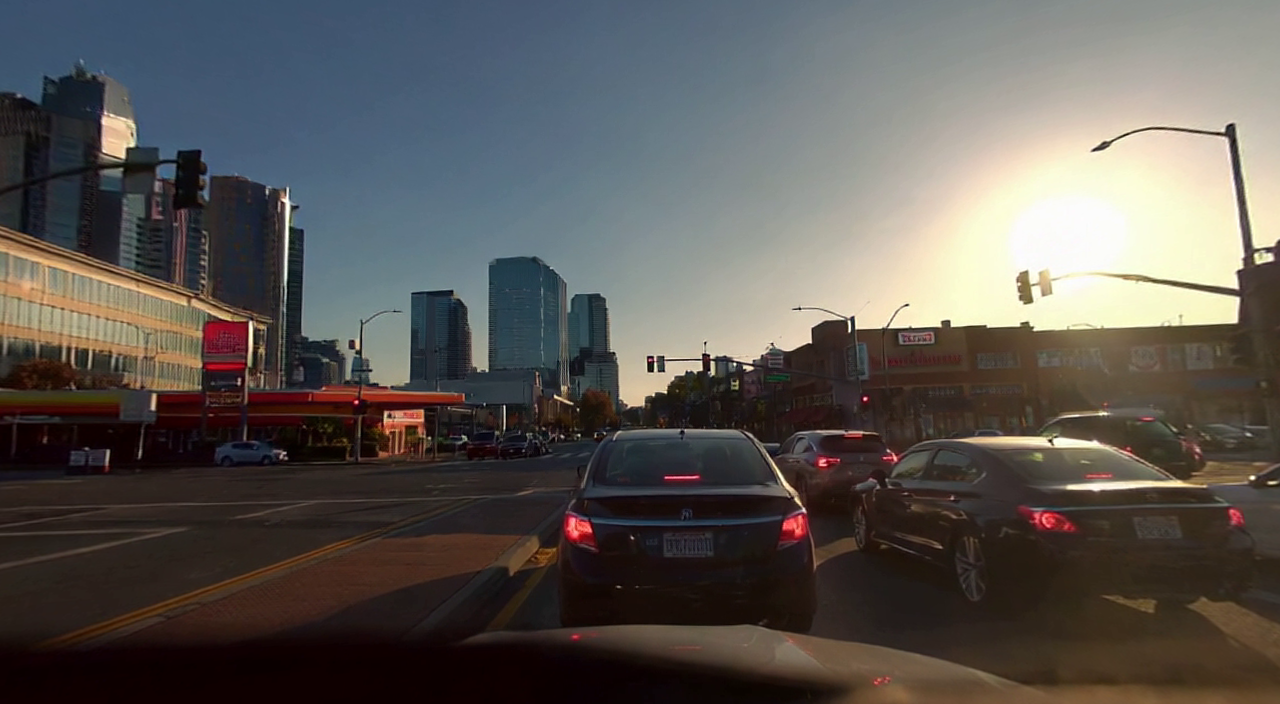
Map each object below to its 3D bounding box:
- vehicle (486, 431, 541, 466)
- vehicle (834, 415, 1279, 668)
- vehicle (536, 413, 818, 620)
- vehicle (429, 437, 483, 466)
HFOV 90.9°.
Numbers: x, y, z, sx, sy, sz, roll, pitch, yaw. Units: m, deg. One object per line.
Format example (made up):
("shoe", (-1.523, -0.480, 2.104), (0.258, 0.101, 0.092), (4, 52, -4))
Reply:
("vehicle", (-8.799, 6.718, 44.576), (2.710, 2.022, 5.889), (-2, -5, 0))
("vehicle", (3.511, 1.447, 6.032), (1.883, 1.480, 4.489), (0, -8, 0))
("vehicle", (0.217, 1.494, 6.653), (2.073, 1.496, 3.892), (0, -8, -2))
("vehicle", (-12.101, 6.574, 41.799), (2.122, 1.829, 4.559), (0, -8, 0))
